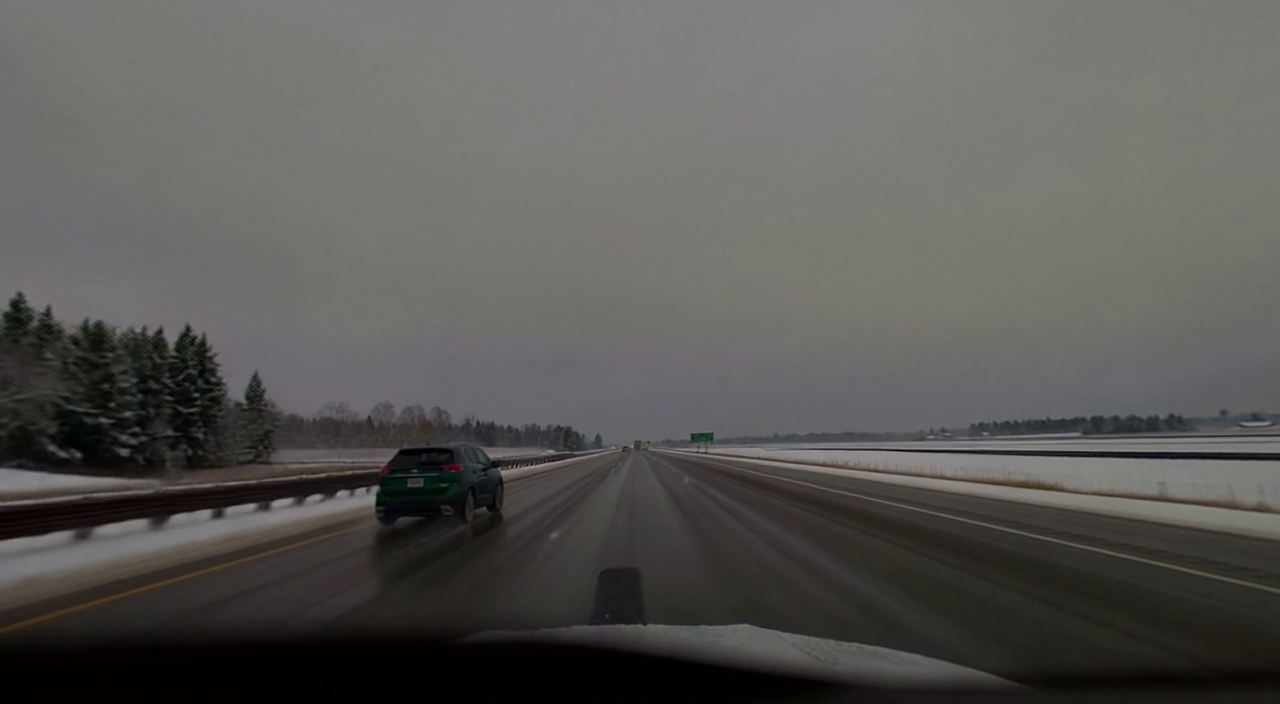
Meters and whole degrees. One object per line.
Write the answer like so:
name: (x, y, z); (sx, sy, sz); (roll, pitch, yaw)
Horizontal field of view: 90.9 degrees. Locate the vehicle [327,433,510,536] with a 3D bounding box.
vehicle: (-3.695, 2.269, 11.358); (1.815, 1.500, 4.036); (0, -9, 0)
